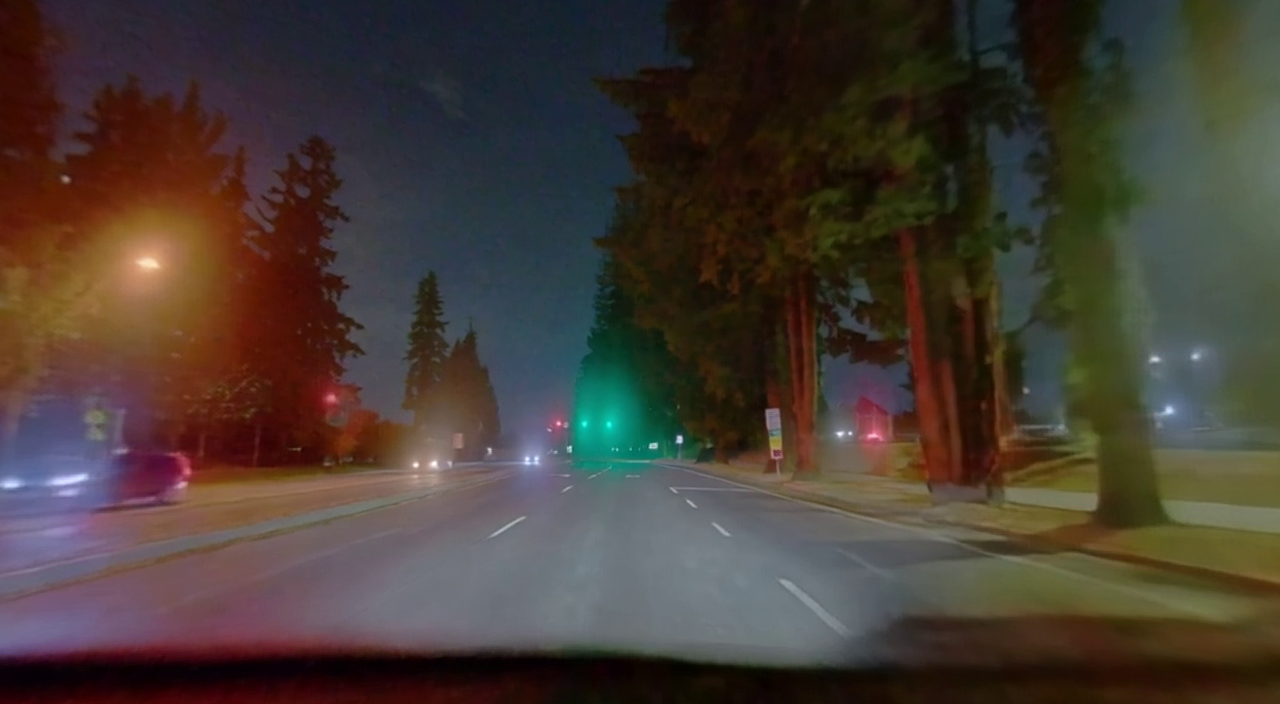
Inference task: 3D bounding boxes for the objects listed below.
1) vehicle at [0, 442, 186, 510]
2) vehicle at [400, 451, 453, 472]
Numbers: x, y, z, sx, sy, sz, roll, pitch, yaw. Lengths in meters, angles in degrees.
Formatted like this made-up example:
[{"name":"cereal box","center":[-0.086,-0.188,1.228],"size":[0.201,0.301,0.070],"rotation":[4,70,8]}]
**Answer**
[{"name":"vehicle","center":[-17.160,3.788,19.747],"size":[2.064,1.844,4.845],"rotation":[-1,-9,3]},{"name":"vehicle","center":[-16.289,8.395,48.349],"size":[2.200,1.496,4.809],"rotation":[-1,-9,2]}]
